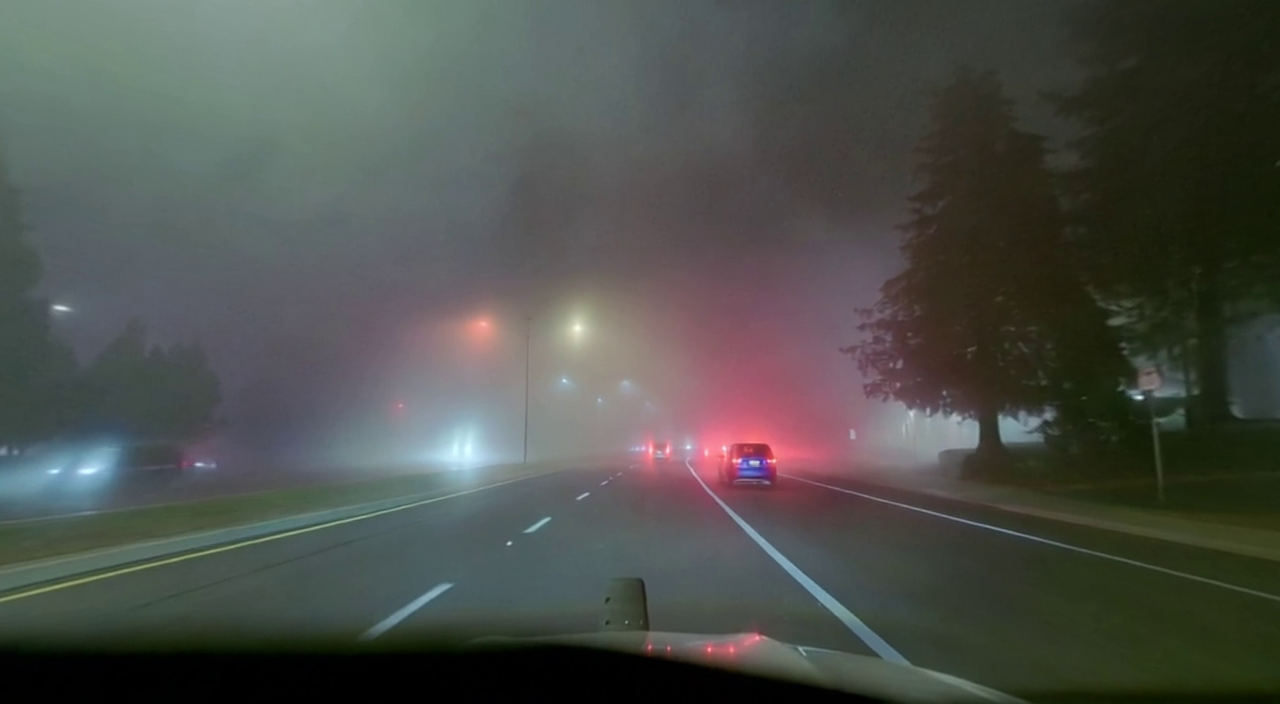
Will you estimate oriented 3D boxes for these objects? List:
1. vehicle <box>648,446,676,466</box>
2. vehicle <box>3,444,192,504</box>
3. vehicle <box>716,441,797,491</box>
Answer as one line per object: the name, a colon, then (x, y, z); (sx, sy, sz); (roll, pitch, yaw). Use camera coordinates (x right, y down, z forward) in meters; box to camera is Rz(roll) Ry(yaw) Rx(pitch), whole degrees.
vehicle: (1.759, 8.086, 49.284); (2.059, 1.477, 3.988); (-1, -9, 4)
vehicle: (-14.696, 3.286, 17.435); (1.809, 1.434, 3.952); (0, -9, -3)
vehicle: (3.879, 3.891, 21.880); (1.981, 1.499, 4.536); (0, -9, 1)
